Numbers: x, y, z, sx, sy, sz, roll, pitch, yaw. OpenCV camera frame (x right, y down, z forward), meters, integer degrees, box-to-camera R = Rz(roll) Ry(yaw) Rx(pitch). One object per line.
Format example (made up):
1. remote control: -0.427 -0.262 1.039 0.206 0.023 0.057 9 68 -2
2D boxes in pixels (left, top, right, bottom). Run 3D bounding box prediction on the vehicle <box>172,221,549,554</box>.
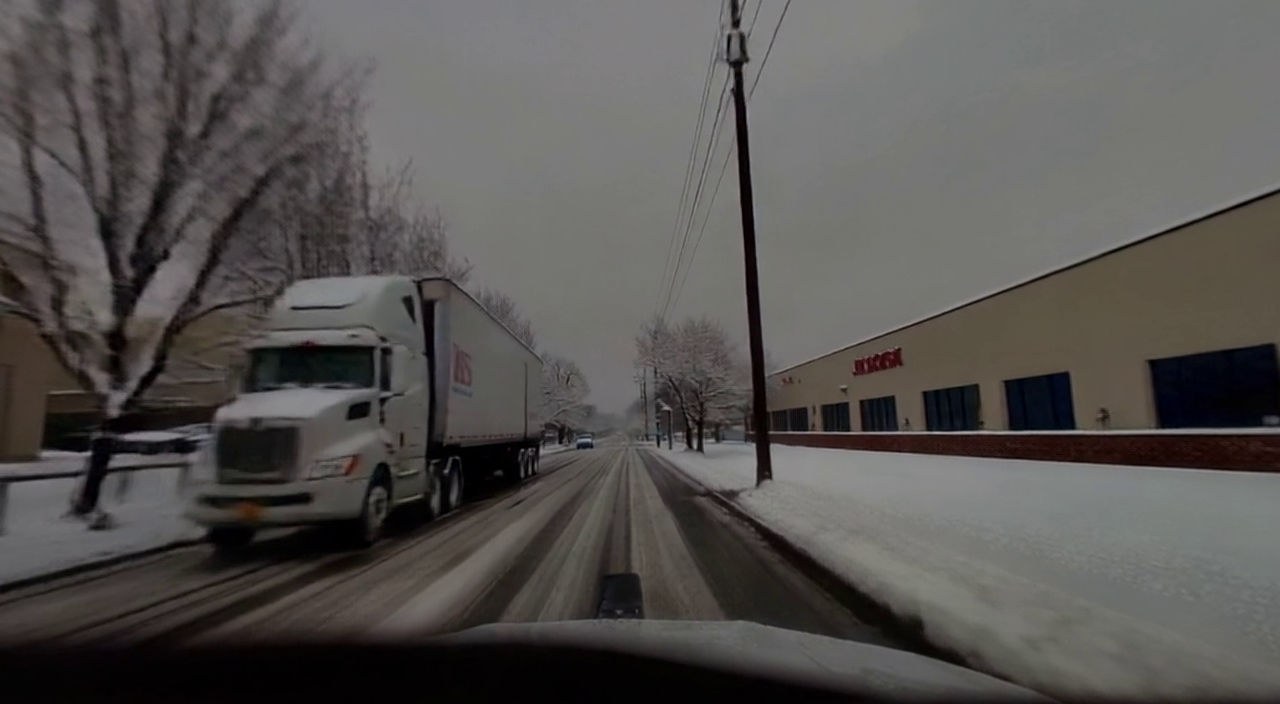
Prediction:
1. vehicle: -4.983 1.378 16.464 2.976 4.754 15.127 0 -7 0
